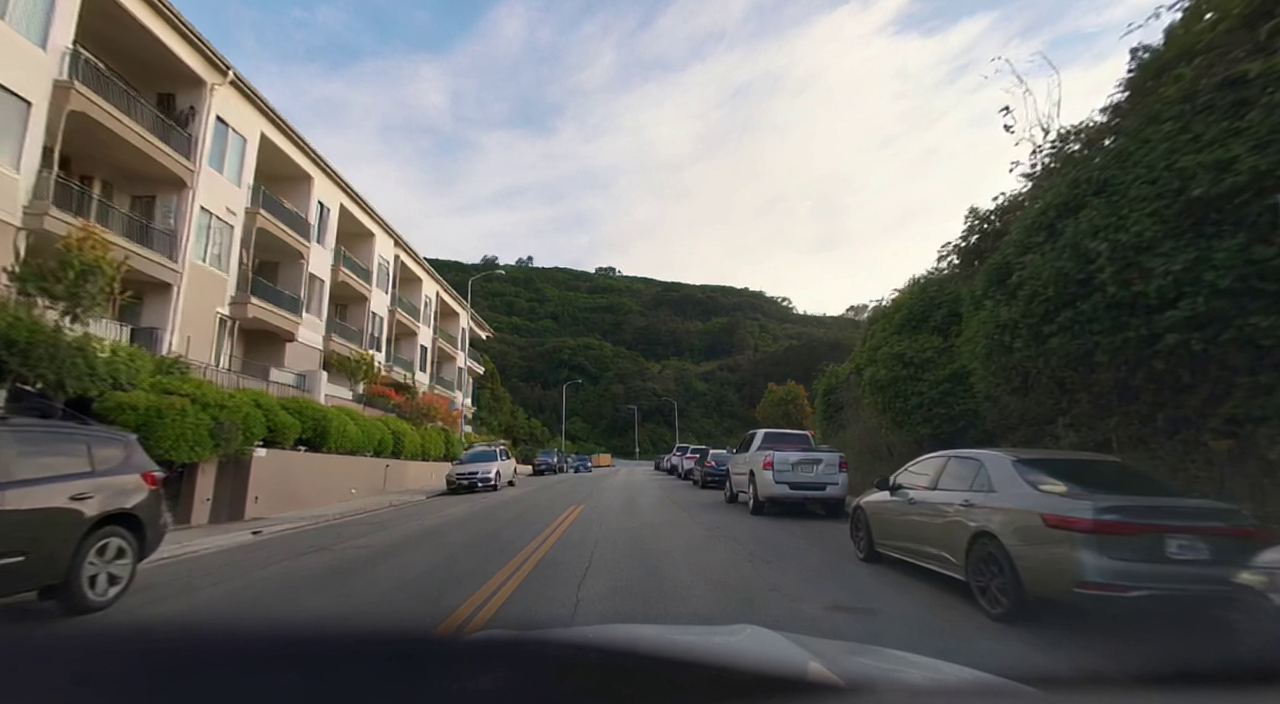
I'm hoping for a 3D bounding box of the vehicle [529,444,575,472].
[{"bbox_3d":[-6.610,8.180,48.119,2.692,1.949,5.948,0,-12,-1],"label":"vehicle"}]

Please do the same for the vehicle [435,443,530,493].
[{"bbox_3d":[-6.348,4.752,26.308,2.374,1.843,5.638,0,-9,2],"label":"vehicle"}]

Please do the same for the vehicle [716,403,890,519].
[{"bbox_3d":[3.430,2.485,14.729,2.482,2.184,5.383,0,-9,-1],"label":"vehicle"}]

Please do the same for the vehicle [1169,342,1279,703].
[{"bbox_3d":[3.374,0.560,0.389,2.191,1.749,4.542,0,-9,2],"label":"vehicle"}]

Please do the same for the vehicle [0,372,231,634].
[{"bbox_3d":[-6.063,1.073,4.214,2.318,1.999,6.524,1,-7,-1],"label":"vehicle"}]

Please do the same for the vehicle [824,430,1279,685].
[{"bbox_3d":[3.583,1.596,6.206,1.866,1.510,4.615,1,-9,-4],"label":"vehicle"}]
